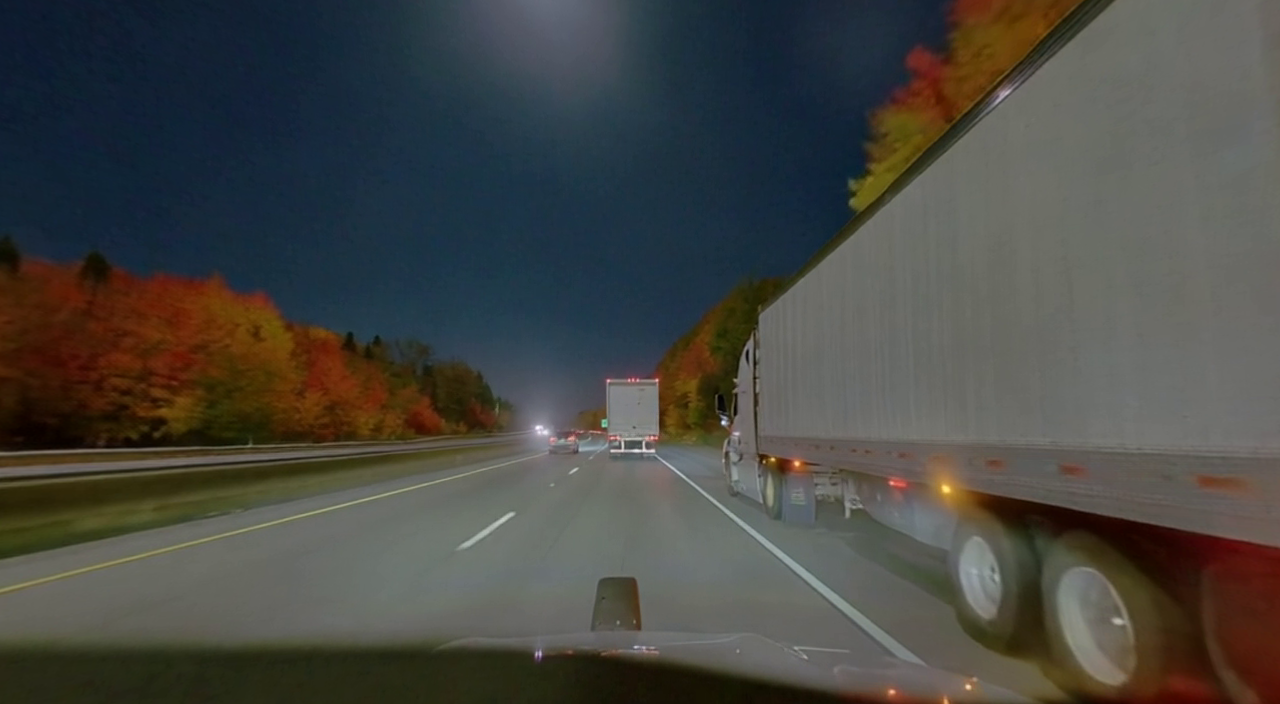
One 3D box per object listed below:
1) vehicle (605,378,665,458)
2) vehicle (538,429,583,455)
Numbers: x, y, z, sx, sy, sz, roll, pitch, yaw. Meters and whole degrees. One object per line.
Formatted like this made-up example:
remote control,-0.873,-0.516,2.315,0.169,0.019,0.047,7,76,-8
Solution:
vehicle,-0.431,4.092,37.546,3.013,4.016,11.496,0,-8,-2
vehicle,-4.816,5.485,38.455,2.217,1.495,4.245,0,-8,0
